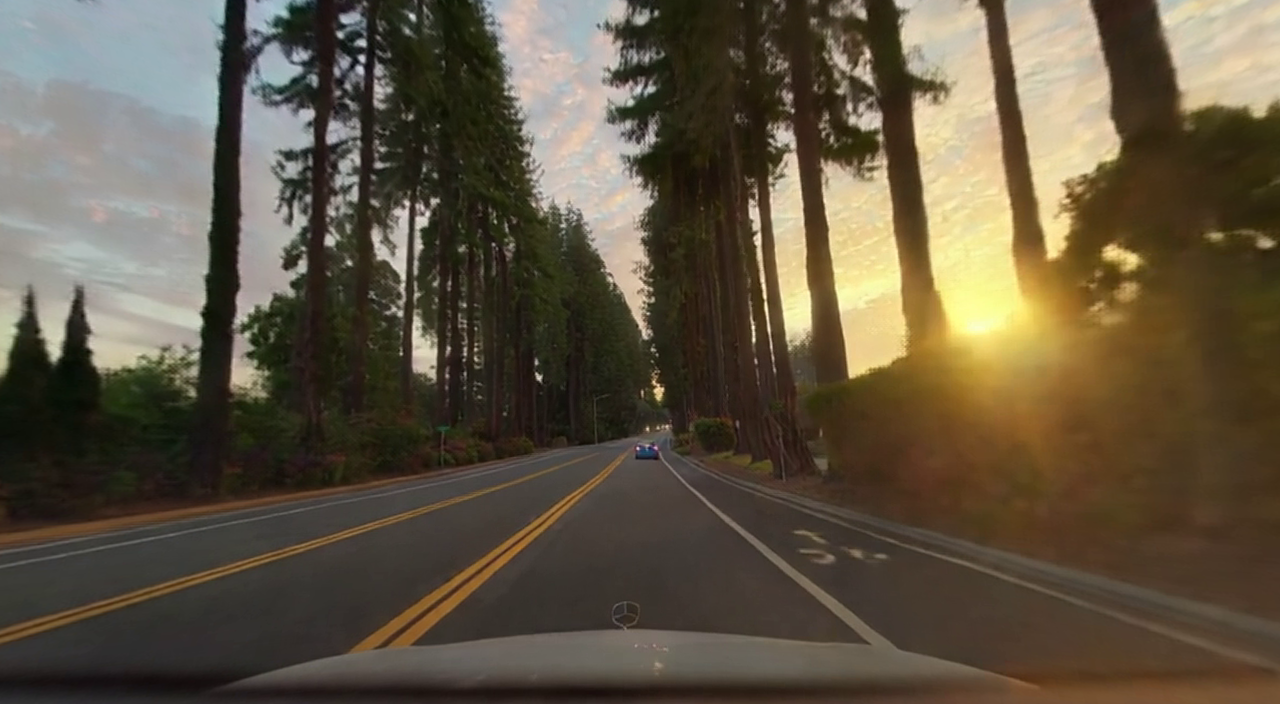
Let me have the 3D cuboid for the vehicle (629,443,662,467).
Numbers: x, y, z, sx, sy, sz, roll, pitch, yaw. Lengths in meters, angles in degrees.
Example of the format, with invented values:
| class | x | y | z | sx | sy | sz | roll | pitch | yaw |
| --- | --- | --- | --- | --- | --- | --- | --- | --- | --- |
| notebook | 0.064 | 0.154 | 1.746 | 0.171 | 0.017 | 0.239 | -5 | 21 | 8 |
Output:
| class | x | y | z | sx | sy | sz | roll | pitch | yaw |
| --- | --- | --- | --- | --- | --- | --- | --- | --- | --- |
| vehicle | 0.360 | 6.657 | 40.945 | 2.067 | 1.486 | 3.861 | 0 | -9 | 1 |
